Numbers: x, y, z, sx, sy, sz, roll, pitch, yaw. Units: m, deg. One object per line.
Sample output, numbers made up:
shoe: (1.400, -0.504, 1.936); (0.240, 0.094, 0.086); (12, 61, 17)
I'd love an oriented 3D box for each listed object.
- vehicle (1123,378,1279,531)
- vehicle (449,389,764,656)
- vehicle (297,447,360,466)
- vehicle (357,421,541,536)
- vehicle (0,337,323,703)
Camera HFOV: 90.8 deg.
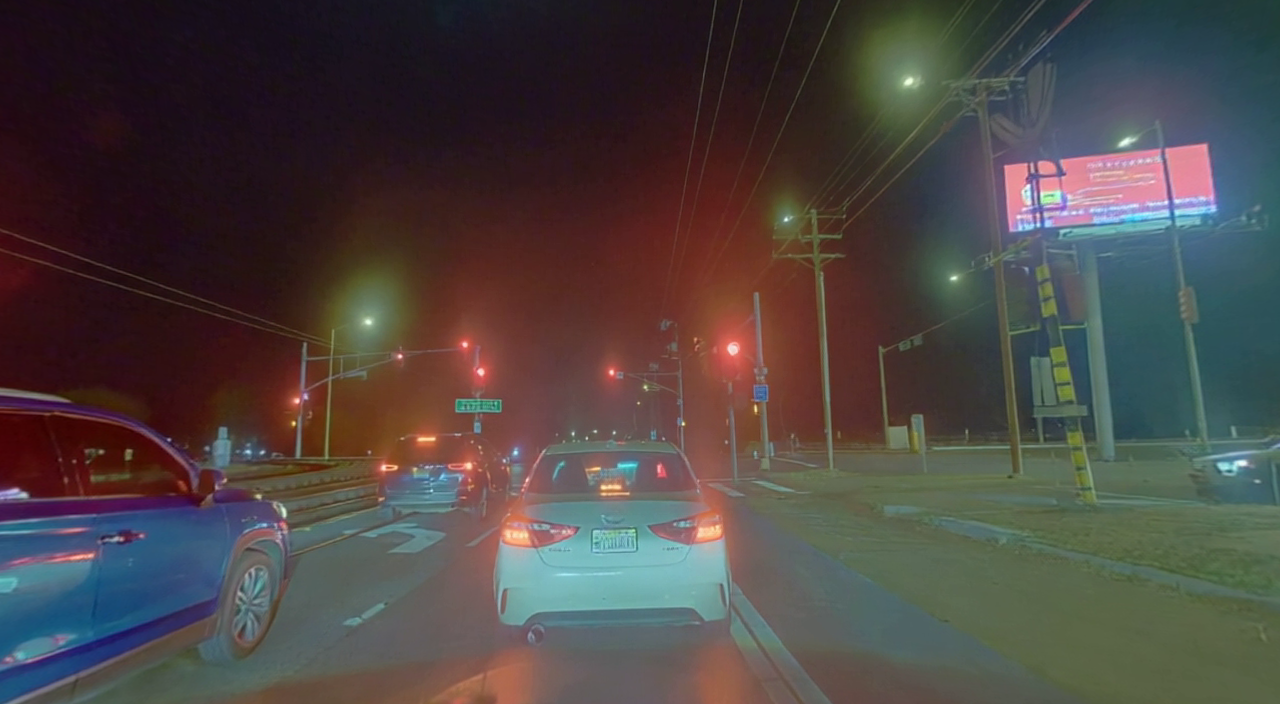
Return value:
vehicle: (9.608, 1.316, 8.205); (5.060, 1.702, 2.033); (1, -9, -4)
vehicle: (-0.216, 1.377, 5.996); (2.025, 1.723, 3.644); (0, -9, 0)
vehicle: (-24.199, 8.090, 49.079); (4.357, 1.444, 1.842); (-3, -9, 19)
vehicle: (-3.154, 2.185, 11.511); (1.988, 1.678, 4.317); (0, -9, 0)
vehicle: (-3.925, 0.890, 3.130); (2.052, 1.814, 5.184); (0, -9, -1)
